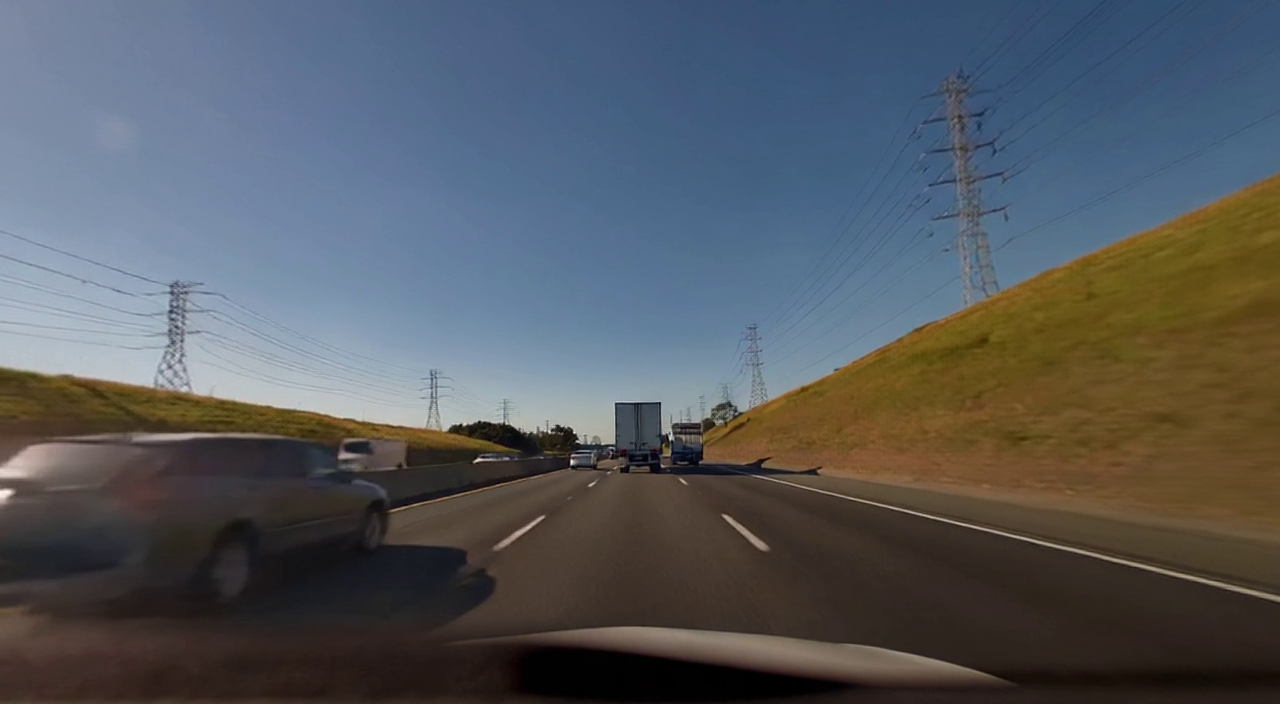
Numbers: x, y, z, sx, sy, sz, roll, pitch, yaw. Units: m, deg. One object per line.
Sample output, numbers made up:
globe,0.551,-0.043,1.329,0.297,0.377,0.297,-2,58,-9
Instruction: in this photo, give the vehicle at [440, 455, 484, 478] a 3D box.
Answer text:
vehicle,-11.967,7.713,42.683,1.766,1.423,4.036,0,-9,1

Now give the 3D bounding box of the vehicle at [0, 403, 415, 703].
vehicle,-3.603,1.314,4.668,2.128,1.533,4.694,0,-9,0

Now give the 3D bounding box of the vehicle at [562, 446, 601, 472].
vehicle,-3.931,7.285,43.019,2.170,1.657,4.573,0,-9,1

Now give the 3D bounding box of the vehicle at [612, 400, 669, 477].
vehicle,0.104,5.428,38.986,2.985,4.025,10.982,0,-9,1
